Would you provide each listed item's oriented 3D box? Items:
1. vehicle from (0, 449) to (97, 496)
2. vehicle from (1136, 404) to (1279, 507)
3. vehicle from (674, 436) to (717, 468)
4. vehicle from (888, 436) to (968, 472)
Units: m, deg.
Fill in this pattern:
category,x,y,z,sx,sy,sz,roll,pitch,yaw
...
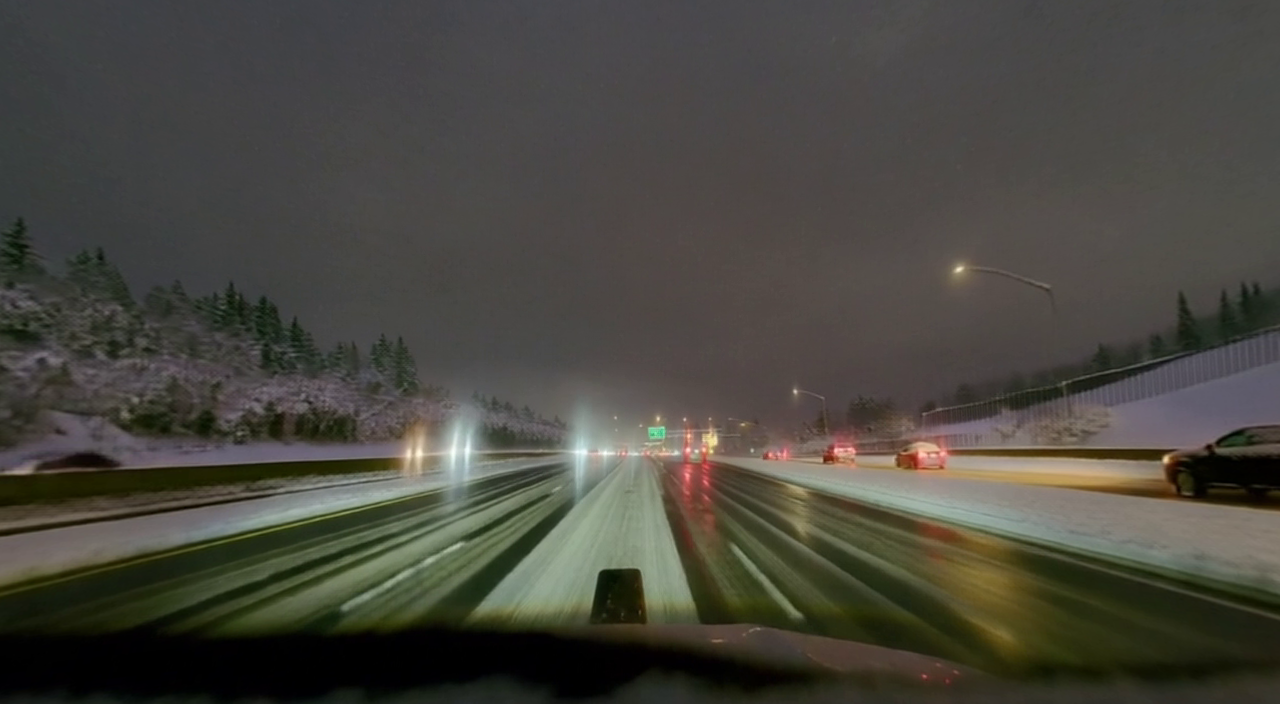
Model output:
category,x,y,z,sx,sy,sz,roll,pitch,yaw
vehicle,-21.938,4.091,21.585,2.016,1.535,5.144,0,-9,0
vehicle,14.612,2.253,13.763,2.442,2.140,6.462,0,-9,2
vehicle,3.292,6.064,38.398,2.147,1.794,4.538,0,-9,-1
vehicle,15.332,5.450,33.863,2.116,1.754,4.727,0,-9,1
